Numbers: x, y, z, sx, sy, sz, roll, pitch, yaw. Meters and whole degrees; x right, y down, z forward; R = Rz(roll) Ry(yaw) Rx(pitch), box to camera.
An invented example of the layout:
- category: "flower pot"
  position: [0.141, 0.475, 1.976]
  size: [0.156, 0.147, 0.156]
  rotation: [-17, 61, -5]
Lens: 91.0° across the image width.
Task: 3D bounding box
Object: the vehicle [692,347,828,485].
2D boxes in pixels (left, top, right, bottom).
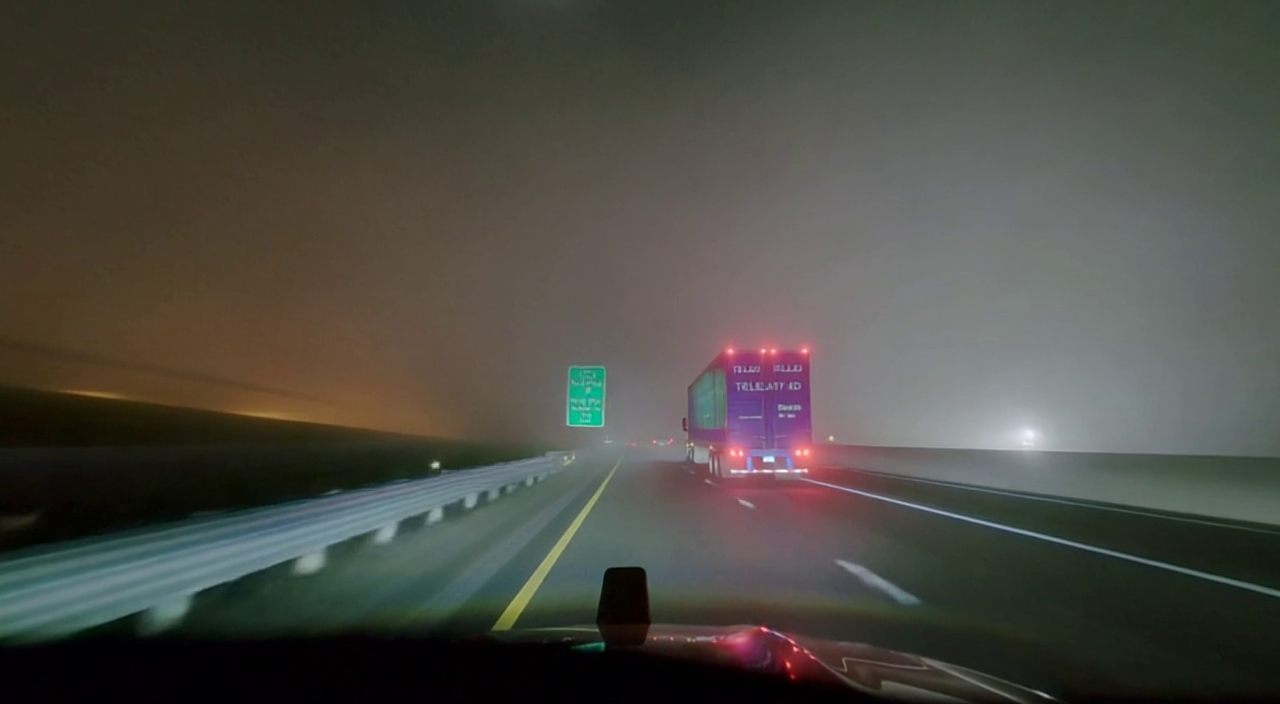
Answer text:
- category: "vehicle"
  position: [4.101, 2.873, 25.661]
  size: [3.006, 4.093, 14.142]
  rotation: [0, -8, 1]
